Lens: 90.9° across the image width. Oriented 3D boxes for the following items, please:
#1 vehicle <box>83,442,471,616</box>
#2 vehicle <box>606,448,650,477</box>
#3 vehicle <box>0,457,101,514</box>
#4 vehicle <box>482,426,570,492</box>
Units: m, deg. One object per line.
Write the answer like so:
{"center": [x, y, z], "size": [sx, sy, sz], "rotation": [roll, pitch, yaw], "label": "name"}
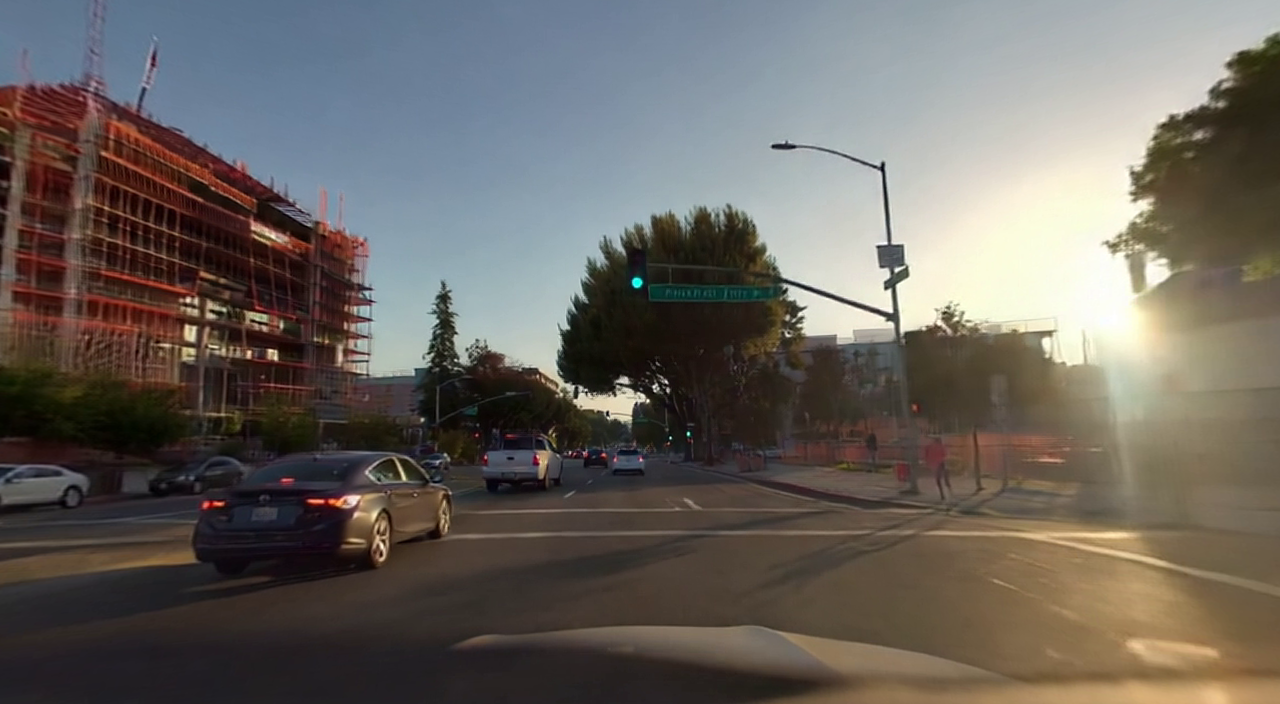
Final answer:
{"center": [-3.615, 1.808, 7.527], "size": [1.959, 1.406, 4.527], "rotation": [0, -8, 0], "label": "vehicle"}
{"center": [-0.637, 5.848, 33.724], "size": [2.171, 1.422, 4.146], "rotation": [0, -9, -1], "label": "vehicle"}
{"center": [-19.326, 4.087, 19.367], "size": [1.867, 1.543, 4.064], "rotation": [-2, -9, 0], "label": "vehicle"}
{"center": [-3.881, 3.755, 22.360], "size": [2.240, 2.054, 4.662], "rotation": [0, -9, 0], "label": "vehicle"}
